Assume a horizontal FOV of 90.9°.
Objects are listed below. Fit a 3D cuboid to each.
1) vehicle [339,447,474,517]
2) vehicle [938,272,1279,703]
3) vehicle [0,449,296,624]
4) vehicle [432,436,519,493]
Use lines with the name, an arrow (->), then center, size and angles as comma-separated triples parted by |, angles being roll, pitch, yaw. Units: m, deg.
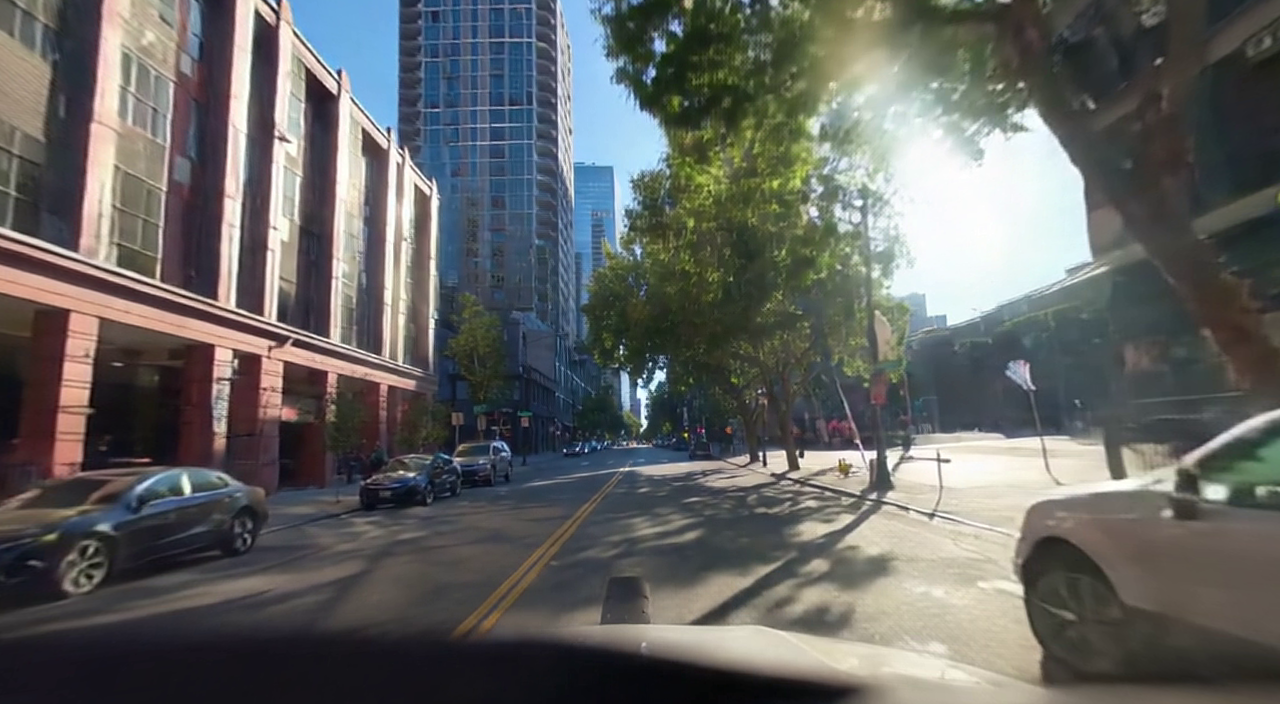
vehicle -> -6.657, 3.698, 18.606 | 2.270, 1.539, 4.855 | -4, -8, -2
vehicle -> 3.880, 0.616, 2.196 | 2.568, 2.001, 5.999 | -1, -8, -2
vehicle -> -6.657, 2.120, 8.090 | 2.110, 1.498, 4.555 | -4, -8, -2
vehicle -> -6.508, 4.452, 25.513 | 2.273, 1.871, 4.920 | -4, -8, -2
